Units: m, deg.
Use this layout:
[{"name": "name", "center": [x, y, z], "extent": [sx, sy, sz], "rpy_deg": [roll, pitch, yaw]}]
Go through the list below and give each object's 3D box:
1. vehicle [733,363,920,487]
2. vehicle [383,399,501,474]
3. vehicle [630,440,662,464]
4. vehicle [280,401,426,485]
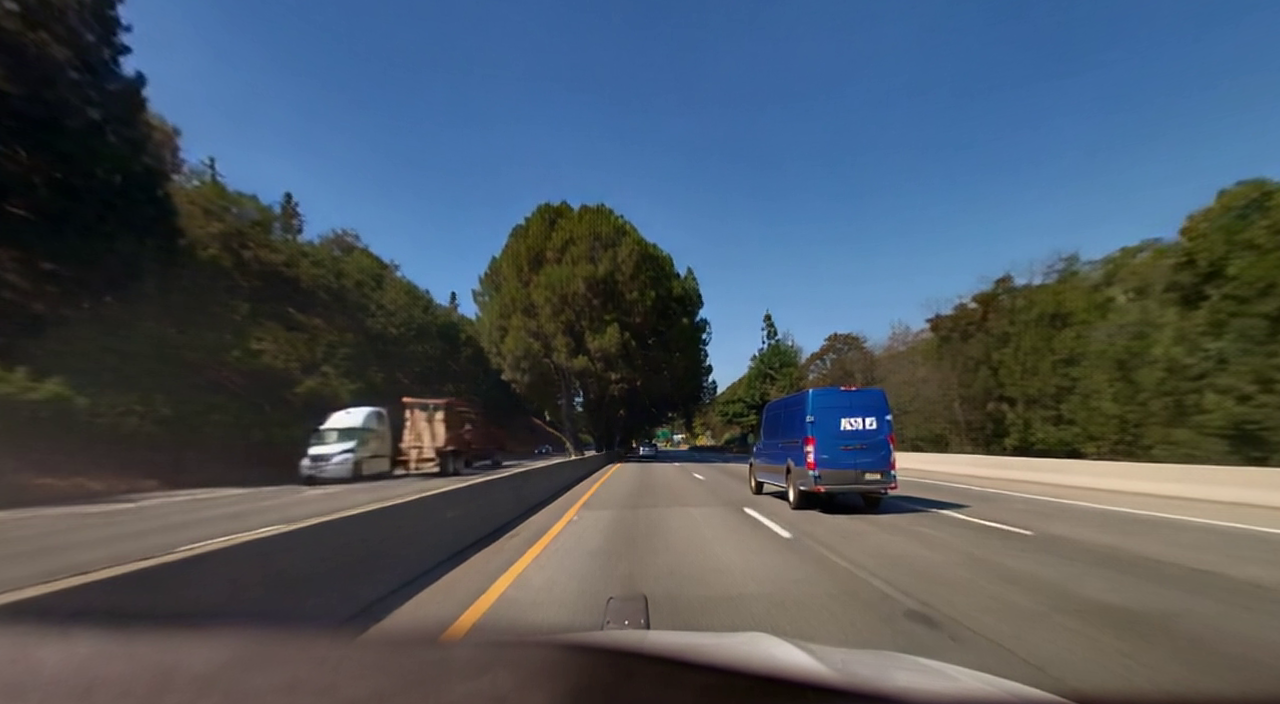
[{"name": "vehicle", "center": [7.473, 3.679, 29.642], "extent": [3.479, 4.156, 17.231], "rpy_deg": [0, -8, 0]}, {"name": "vehicle", "center": [-11.636, 5.236, 38.593], "extent": [3.742, 3.954, 10.224], "rpy_deg": [0, -8, 1]}, {"name": "vehicle", "center": [0.404, 6.995, 44.041], "extent": [2.121, 1.590, 4.434], "rpy_deg": [0, -8, 1]}, {"name": "vehicle", "center": [-15.661, 5.159, 35.769], "extent": [2.933, 3.978, 11.292], "rpy_deg": [0, -8, 0]}]
